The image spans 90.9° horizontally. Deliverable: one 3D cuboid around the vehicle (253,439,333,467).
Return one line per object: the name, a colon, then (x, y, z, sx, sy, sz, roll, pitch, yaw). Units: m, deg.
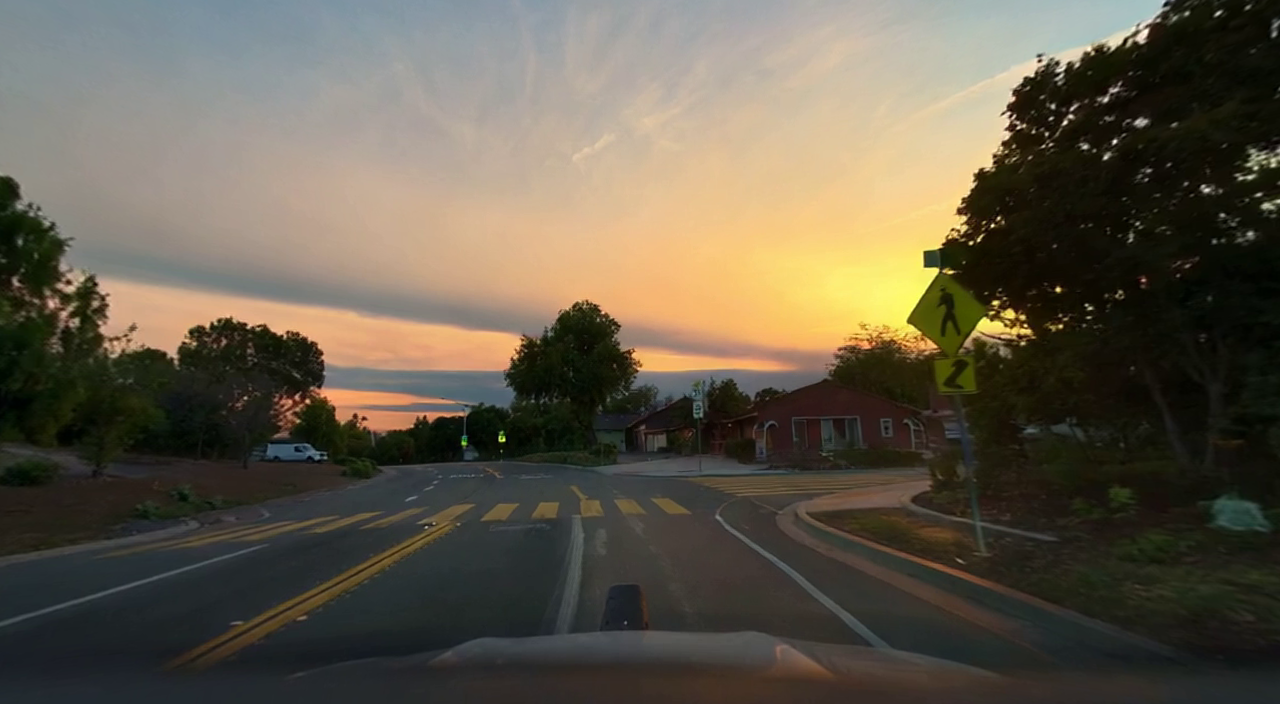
vehicle: (-25.582, 7.473, 46.528, 4.699, 1.996, 2.116, -1, -9, 7)
